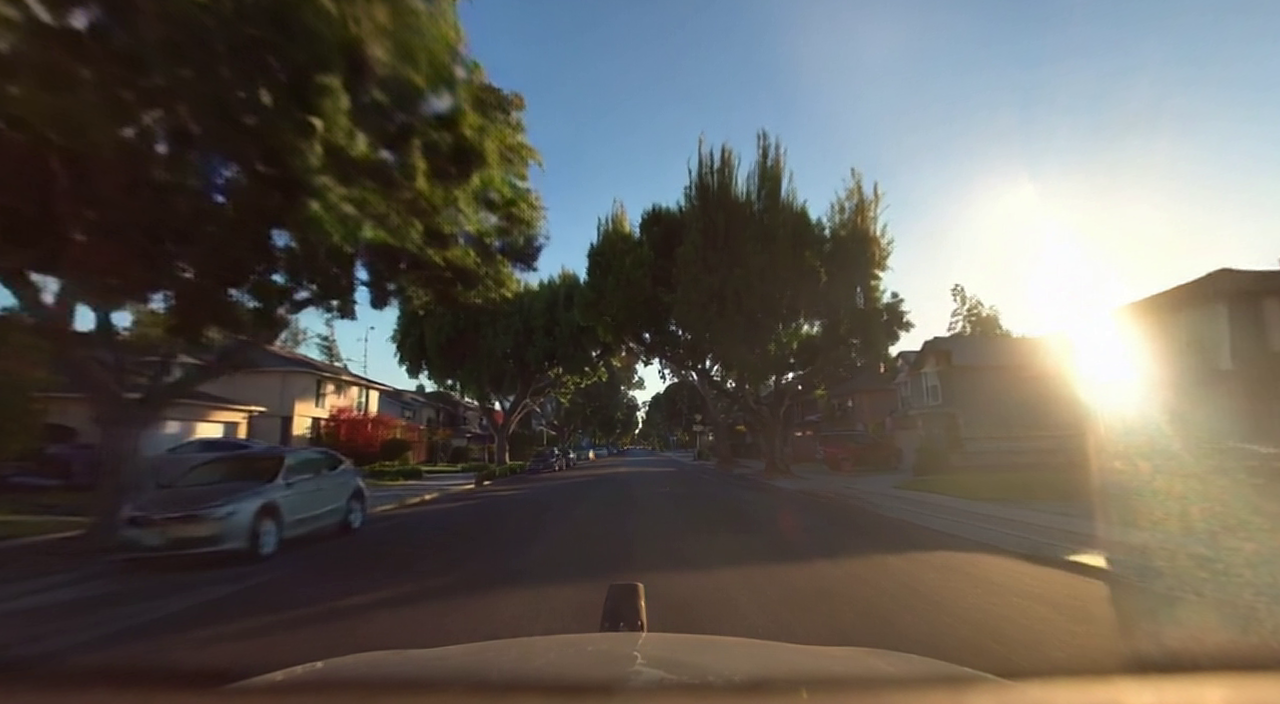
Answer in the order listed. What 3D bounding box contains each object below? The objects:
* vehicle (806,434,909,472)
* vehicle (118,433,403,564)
[{"bbox_3d":[11.311,5.267,33.071,4.626,1.880,1.980,1,-9,-9],"label":"vehicle"},{"bbox_3d":[-5.636,2.188,10.192,1.944,1.621,4.187,-1,-9,0],"label":"vehicle"}]
